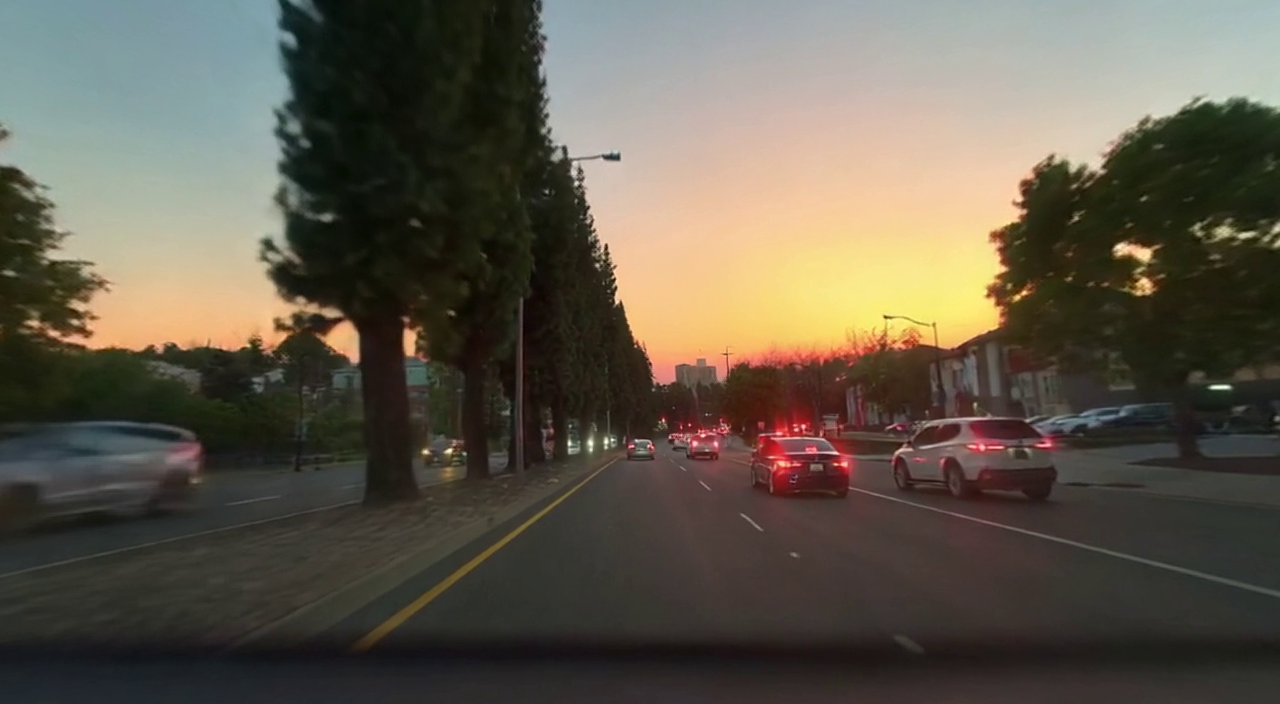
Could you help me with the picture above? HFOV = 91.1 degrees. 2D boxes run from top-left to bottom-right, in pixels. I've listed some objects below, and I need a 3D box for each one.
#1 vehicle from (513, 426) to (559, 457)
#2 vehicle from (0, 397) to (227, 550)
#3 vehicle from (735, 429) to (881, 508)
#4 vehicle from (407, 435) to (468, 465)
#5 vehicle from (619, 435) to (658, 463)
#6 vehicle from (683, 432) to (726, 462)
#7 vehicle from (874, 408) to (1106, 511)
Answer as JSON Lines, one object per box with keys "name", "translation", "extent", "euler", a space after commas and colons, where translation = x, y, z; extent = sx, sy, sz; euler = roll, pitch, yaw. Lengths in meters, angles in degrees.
{"name": "vehicle", "translation": [-7.878, 6.879, 48.059], "extent": [2.396, 2.216, 5.698], "euler": [0, -8, 2]}
{"name": "vehicle", "translation": [-8.418, 1.620, 8.697], "extent": [2.116, 1.747, 4.727], "euler": [0, -8, 0]}
{"name": "vehicle", "translation": [3.535, 2.558, 14.258], "extent": [2.010, 1.490, 4.639], "euler": [0, -8, 0]}
{"name": "vehicle", "translation": [-11.511, 5.599, 36.003], "extent": [1.952, 1.576, 4.409], "euler": [0, -8, 1]}
{"name": "vehicle", "translation": [-0.099, 5.559, 35.927], "extent": [2.111, 1.506, 4.018], "euler": [0, -8, 0]}
{"name": "vehicle", "translation": [3.907, 5.834, 38.710], "extent": [2.130, 1.718, 4.310], "euler": [0, -8, -1]}
{"name": "vehicle", "translation": [7.293, 2.323, 13.931], "extent": [2.188, 1.840, 5.050], "euler": [0, -8, 0]}
